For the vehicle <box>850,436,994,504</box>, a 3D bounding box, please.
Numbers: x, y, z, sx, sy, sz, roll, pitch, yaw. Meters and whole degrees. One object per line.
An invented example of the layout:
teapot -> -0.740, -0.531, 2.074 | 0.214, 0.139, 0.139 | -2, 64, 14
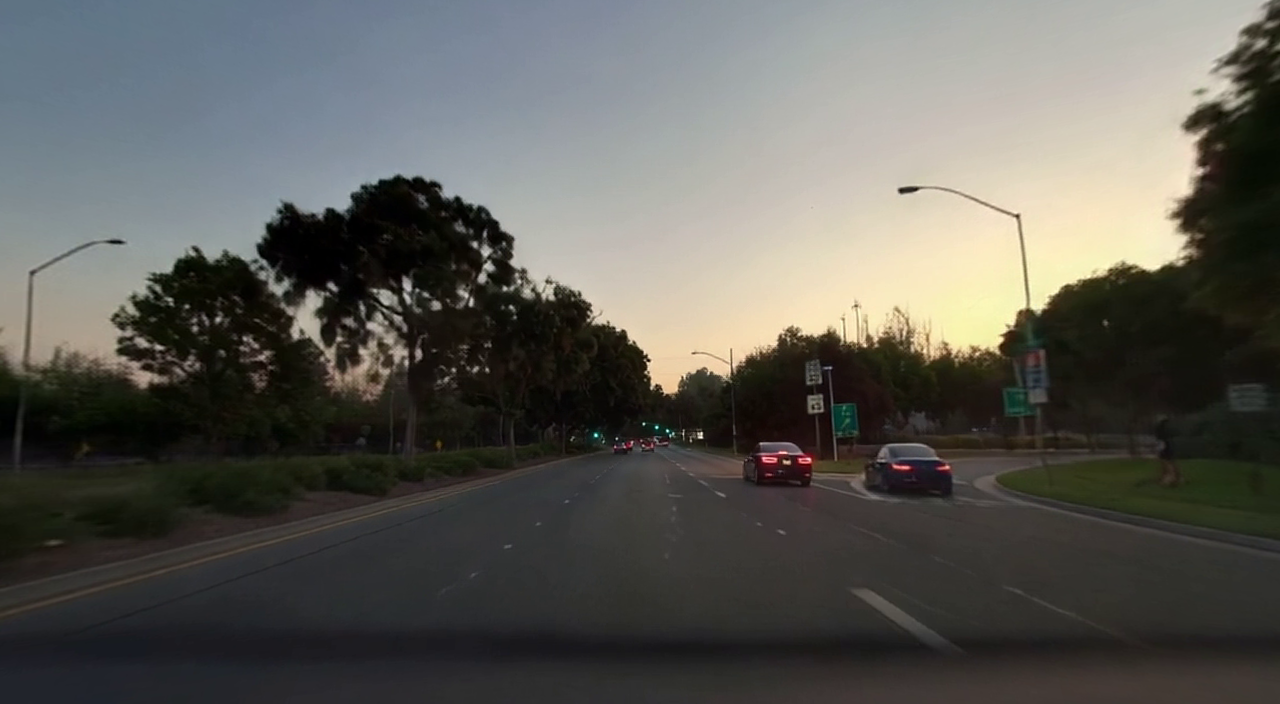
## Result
vehicle -> 7.718, 3.254, 17.864 | 2.063, 1.625, 5.102 | -1, -9, 5

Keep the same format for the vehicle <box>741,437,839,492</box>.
vehicle -> 4.502, 3.436, 19.521 | 1.913, 1.516, 4.322 | 0, -9, -1
